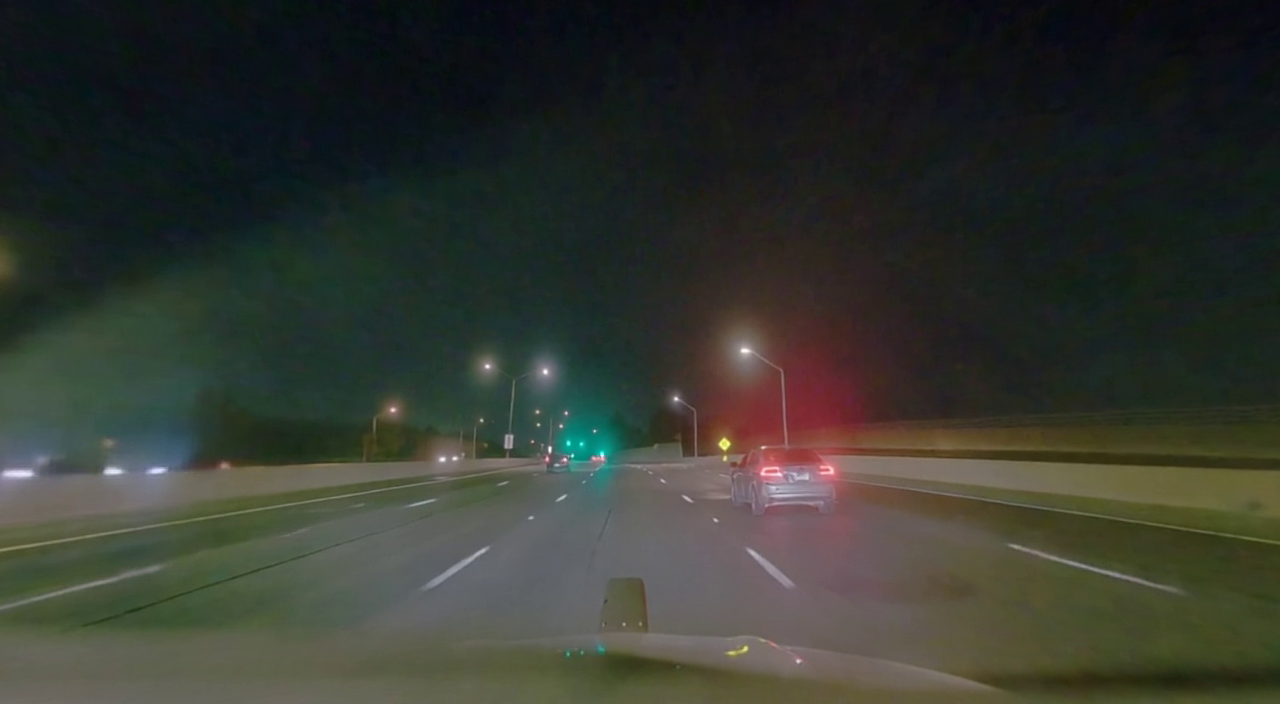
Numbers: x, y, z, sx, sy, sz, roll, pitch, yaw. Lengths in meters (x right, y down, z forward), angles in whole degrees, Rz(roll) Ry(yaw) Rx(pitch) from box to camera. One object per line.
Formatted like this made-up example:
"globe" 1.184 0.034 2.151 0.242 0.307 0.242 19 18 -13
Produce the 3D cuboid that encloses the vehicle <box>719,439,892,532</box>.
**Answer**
"vehicle" 3.006 2.531 12.690 2.030 1.490 4.737 0 -9 -2

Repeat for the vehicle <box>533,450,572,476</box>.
"vehicle" -5.439 6.938 39.597 2.014 1.481 4.156 0 -9 -3

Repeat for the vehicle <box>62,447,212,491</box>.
"vehicle" -18.877 4.378 24.013 1.890 1.450 4.608 0 -9 0
